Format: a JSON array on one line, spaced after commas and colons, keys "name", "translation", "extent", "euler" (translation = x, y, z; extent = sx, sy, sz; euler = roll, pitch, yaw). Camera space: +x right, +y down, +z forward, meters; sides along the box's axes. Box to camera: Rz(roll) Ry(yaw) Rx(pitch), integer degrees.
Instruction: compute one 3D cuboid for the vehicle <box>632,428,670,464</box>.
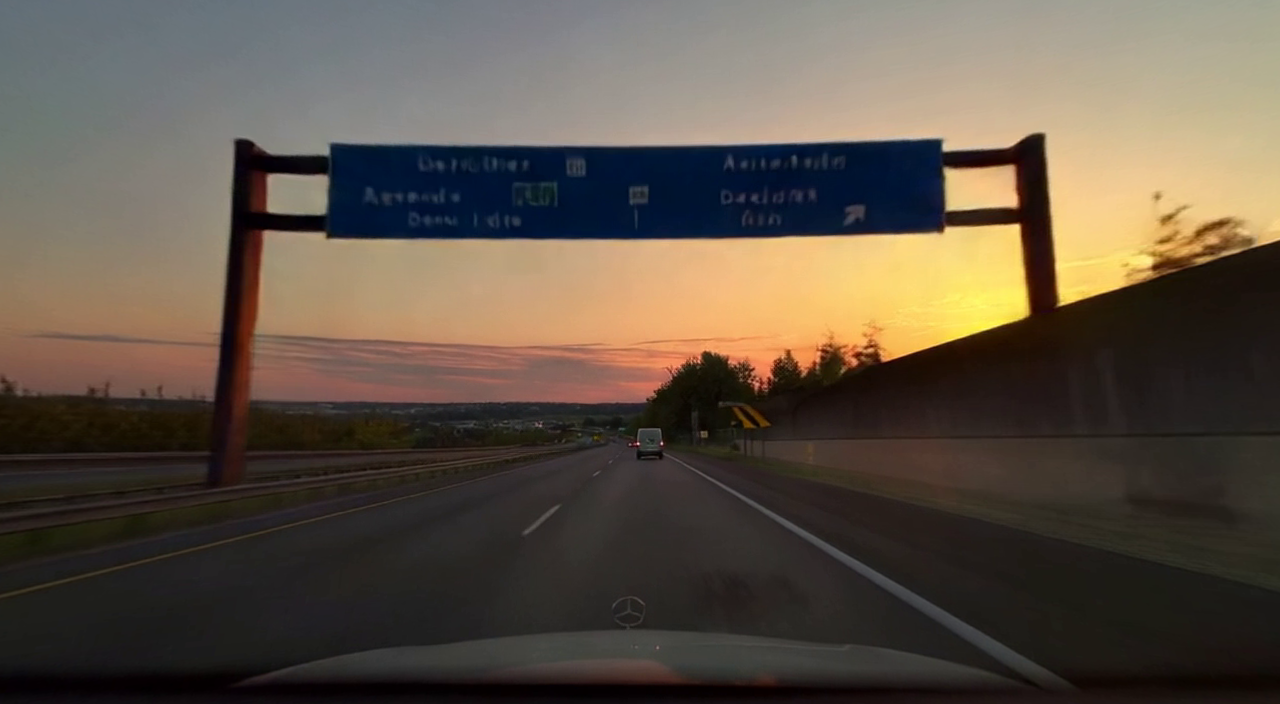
[{"name": "vehicle", "translation": [0.695, 5.931, 39.735], "extent": [2.277, 2.109, 4.922], "euler": [0, -8, 1]}]
